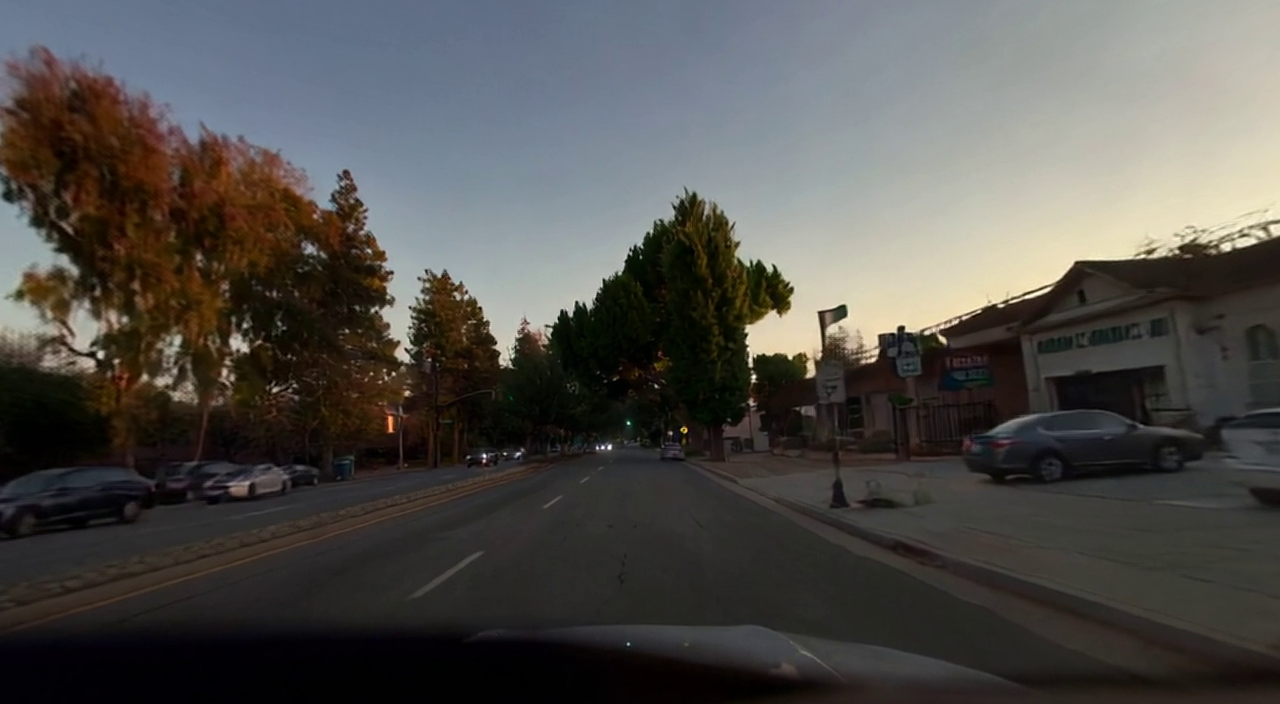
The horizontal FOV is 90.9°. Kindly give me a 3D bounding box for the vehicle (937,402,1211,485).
[{"bbox_3d":[9.774,2.092,14.494,4.843,1.748,1.985,0,-9,-3],"label":"vehicle"}]

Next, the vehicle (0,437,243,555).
[{"bbox_3d":[-11.715,2.916,13.773,2.228,1.976,5.857,0,-9,0],"label":"vehicle"}]

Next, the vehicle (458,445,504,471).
[{"bbox_3d":[-11.655,7.794,46.598,2.079,1.812,4.757,0,-9,1],"label":"vehicle"}]
